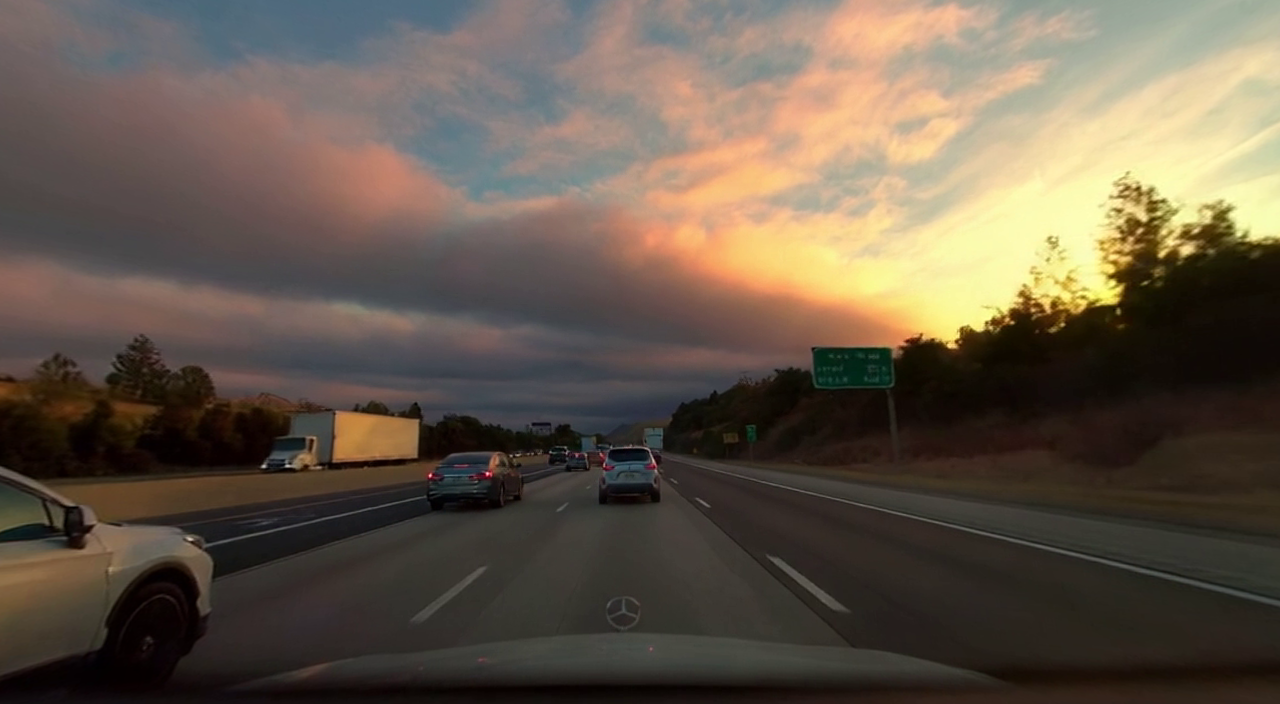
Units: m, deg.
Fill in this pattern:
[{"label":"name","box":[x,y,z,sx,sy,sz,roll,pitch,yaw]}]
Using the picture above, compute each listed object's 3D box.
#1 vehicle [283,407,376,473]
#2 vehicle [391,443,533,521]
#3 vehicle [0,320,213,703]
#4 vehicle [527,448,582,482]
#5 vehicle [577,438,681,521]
[{"label":"vehicle","box":[-19.956,5.784,41.042,2.966,3.958,5.847,0,-9,-1]},{"label":"vehicle","box":[-3.871,2.900,14.616,1.988,1.501,4.438,0,-9,0]},{"label":"vehicle","box":[-3.966,0.625,1.571,2.243,1.889,4.949,0,-9,1]},{"label":"vehicle","box":[-4.040,5.411,30.501,1.999,1.484,4.269,0,-9,1]},{"label":"vehicle","box":[-0.231,2.734,13.916,1.996,1.574,3.426,0,-9,-1]}]
